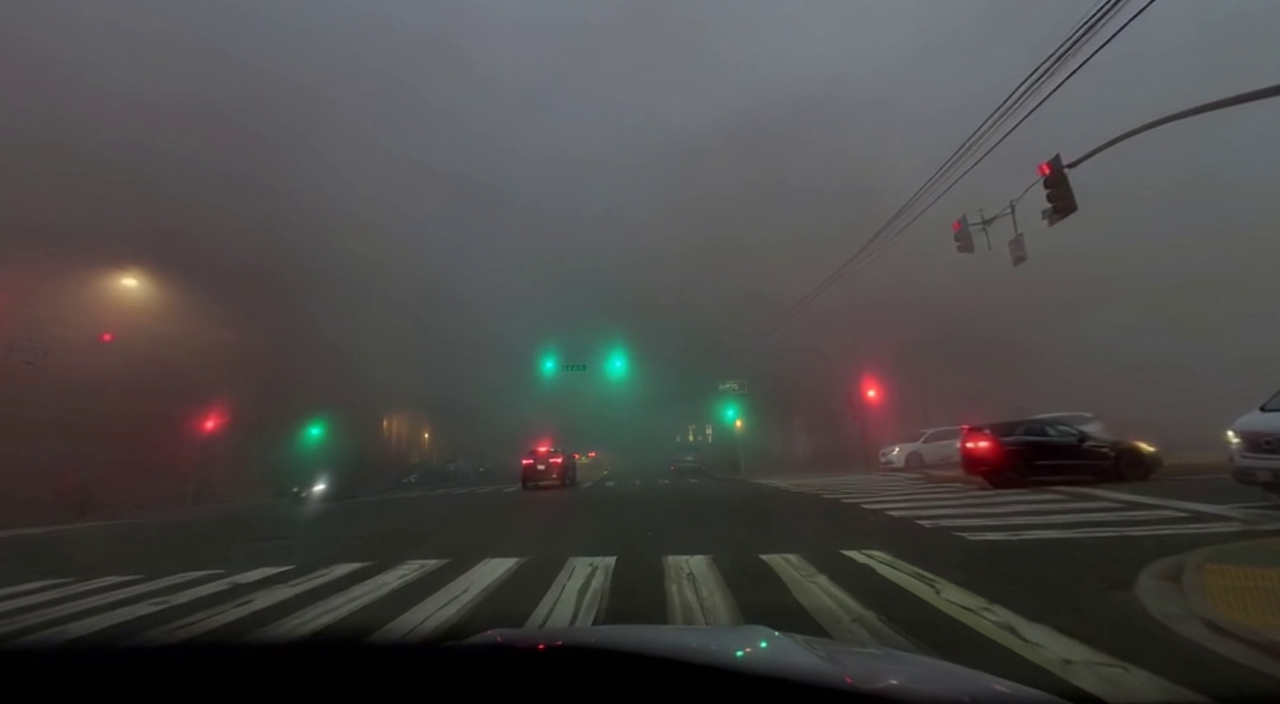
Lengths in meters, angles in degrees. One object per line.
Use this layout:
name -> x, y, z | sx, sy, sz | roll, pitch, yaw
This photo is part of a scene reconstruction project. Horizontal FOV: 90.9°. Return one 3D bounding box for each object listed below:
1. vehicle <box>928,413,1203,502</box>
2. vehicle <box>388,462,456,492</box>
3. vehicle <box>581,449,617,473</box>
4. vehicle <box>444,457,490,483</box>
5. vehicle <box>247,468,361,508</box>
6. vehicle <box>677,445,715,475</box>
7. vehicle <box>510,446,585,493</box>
vehicle -> 8.310, 2.032, 12.401 | 4.540, 1.480, 2.153 | 3, -9, -21
vehicle -> -12.254, 7.015, 35.759 | 1.934, 1.434, 4.636 | -1, -8, 4
vehicle -> -2.689, 7.305, 42.417 | 1.916, 1.487, 4.535 | -1, -8, 2
vehicle -> -11.897, 8.094, 43.510 | 1.933, 1.628, 3.973 | -1, -8, 2
vehicle -> -15.254, 6.169, 28.931 | 1.999, 1.466, 4.535 | -2, -9, 14
vehicle -> 3.460, 6.721, 39.544 | 1.924, 1.765, 3.954 | 0, -8, -2
vehicle -> -3.164, 4.107, 22.399 | 1.973, 1.496, 3.713 | -1, -8, 2
